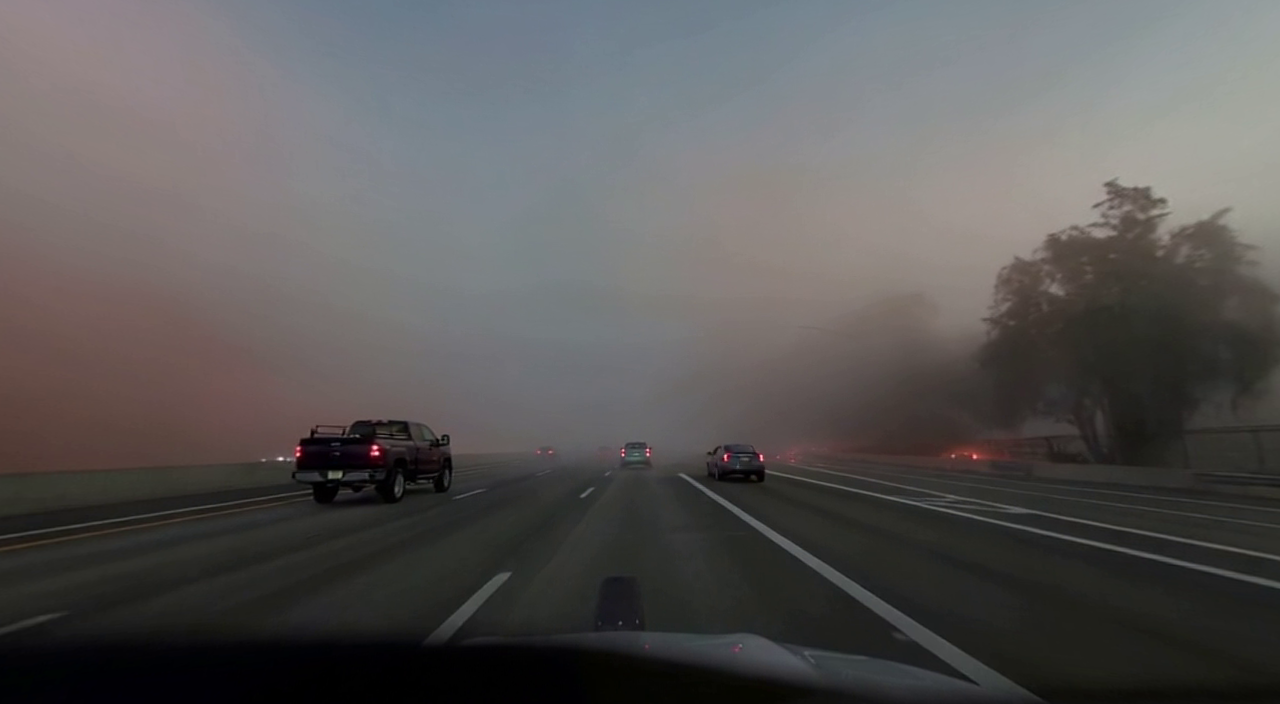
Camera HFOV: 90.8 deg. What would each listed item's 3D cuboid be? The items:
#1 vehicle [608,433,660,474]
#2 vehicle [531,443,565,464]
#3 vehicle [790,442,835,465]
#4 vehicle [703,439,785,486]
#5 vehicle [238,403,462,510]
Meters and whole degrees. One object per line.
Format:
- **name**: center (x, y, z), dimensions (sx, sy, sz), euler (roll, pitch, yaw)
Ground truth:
- **vehicle**: center (-0.294, 4.881, 30.596), dimensions (2.323, 1.805, 4.729), euler (0, -8, 0)
- **vehicle**: center (-6.887, 7.634, 47.684), dimensions (1.920, 1.482, 4.385), euler (0, -8, 0)
- **vehicle**: center (11.861, 6.984, 43.726), dimensions (2.105, 1.481, 4.117), euler (0, -8, 2)
- **vehicle**: center (3.472, 3.770, 21.923), dimensions (2.011, 1.462, 4.286), euler (0, -8, -1)
- **vehicle**: center (-6.352, 2.433, 15.049), dimensions (2.444, 2.012, 6.122), euler (0, -8, 0)
